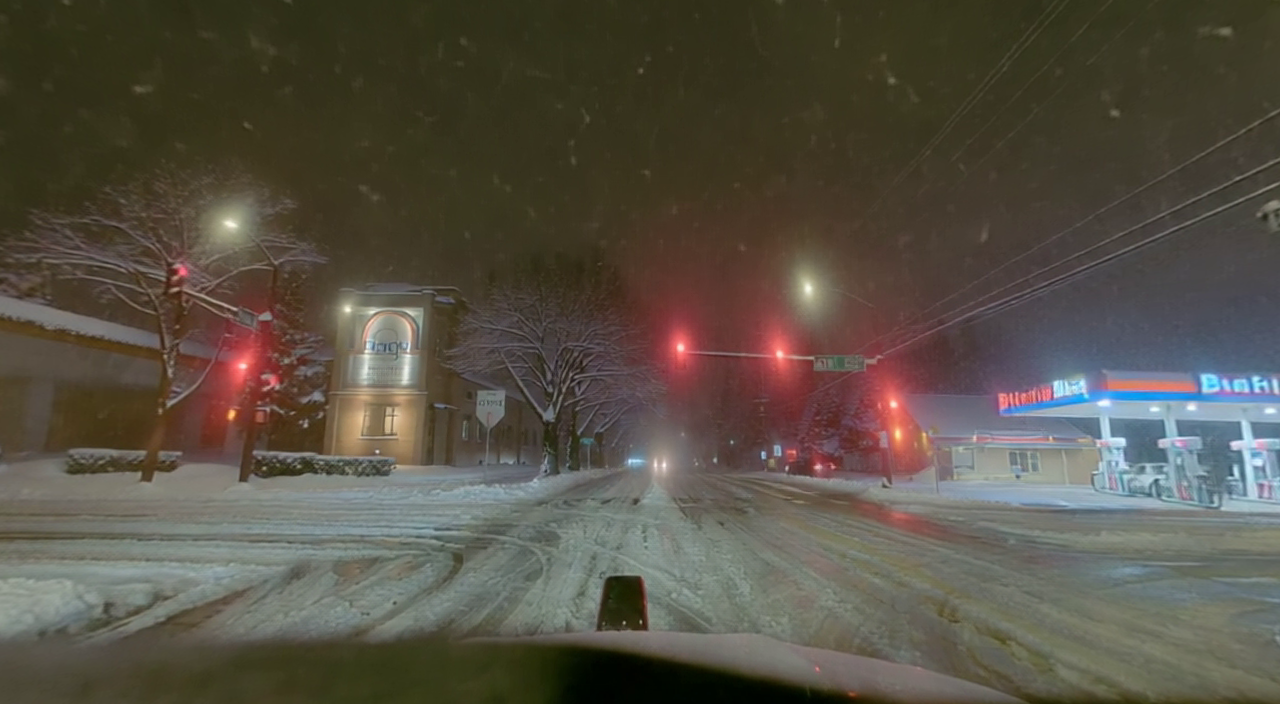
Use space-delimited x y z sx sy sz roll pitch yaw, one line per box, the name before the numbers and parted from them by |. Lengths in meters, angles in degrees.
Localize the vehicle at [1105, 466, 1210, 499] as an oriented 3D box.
vehicle | 28.015 7.053 34.331 1.897 1.466 4.211 1 -8 -6
